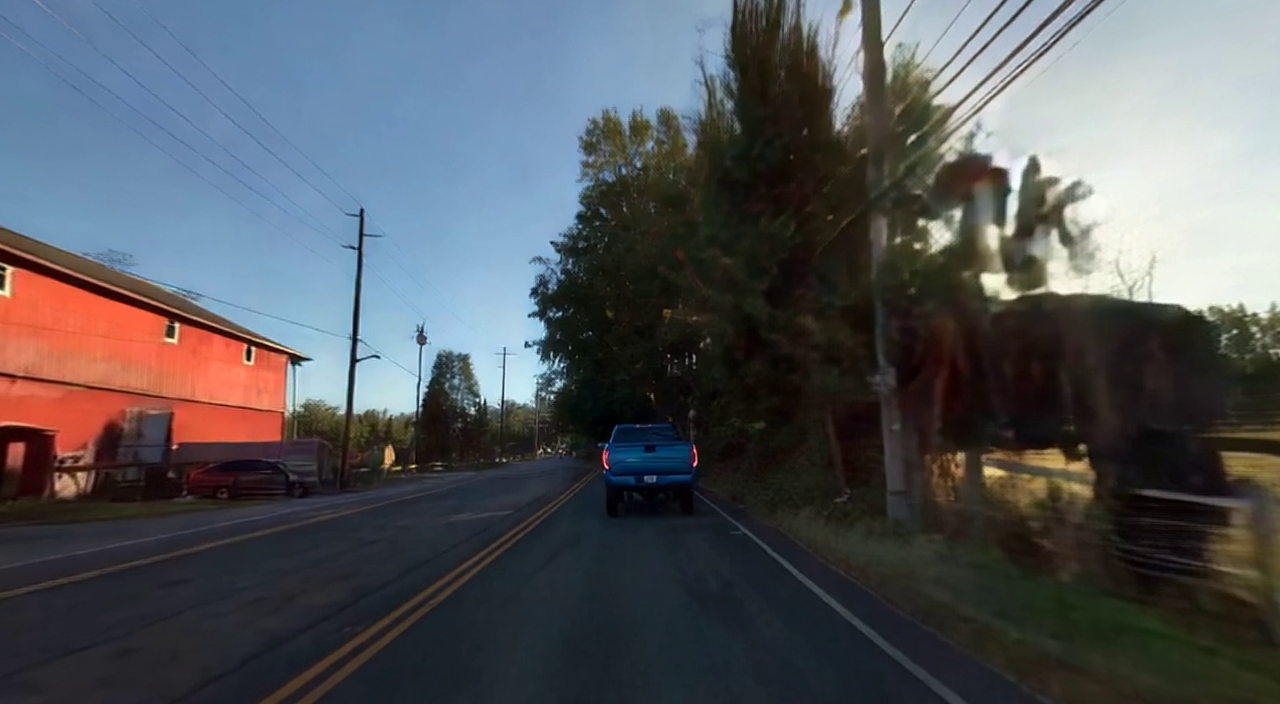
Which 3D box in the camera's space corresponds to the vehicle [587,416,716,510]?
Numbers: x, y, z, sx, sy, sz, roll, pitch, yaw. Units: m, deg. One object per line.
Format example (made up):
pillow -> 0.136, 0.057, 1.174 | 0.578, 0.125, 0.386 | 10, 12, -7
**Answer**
vehicle -> 0.159, 2.790, 16.433 | 2.693, 1.941, 6.356 | 0, -8, -1
